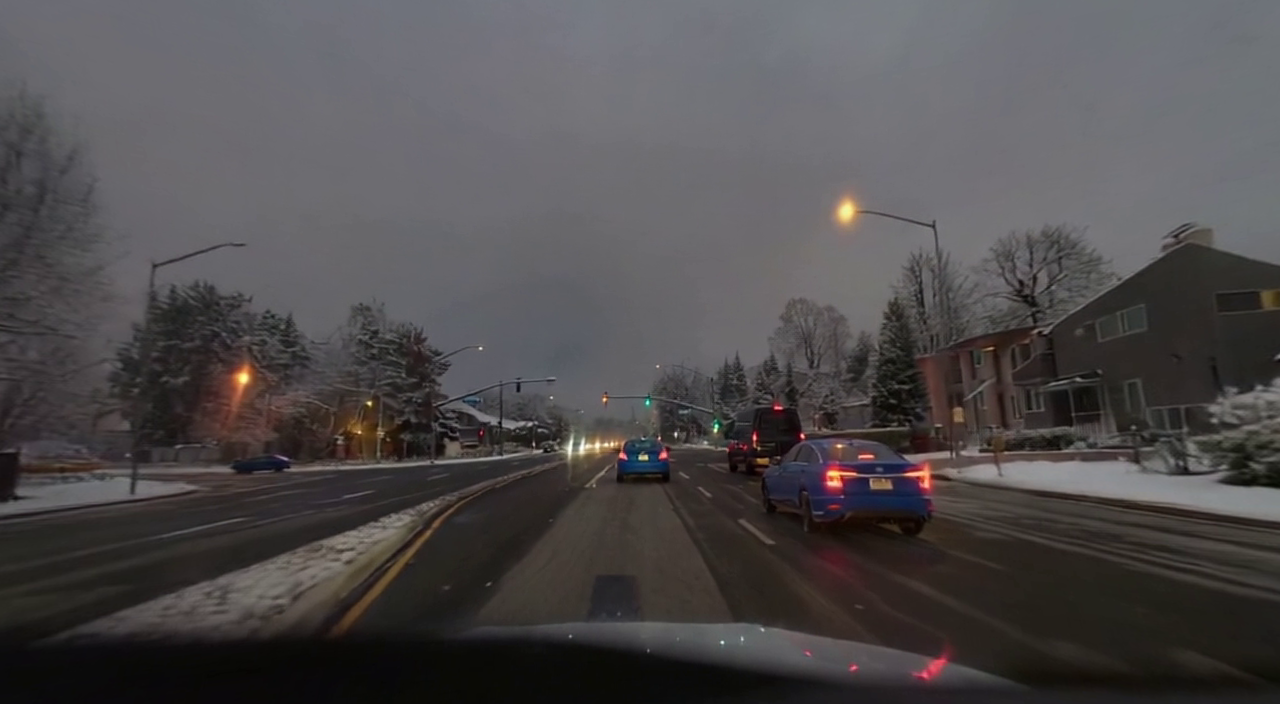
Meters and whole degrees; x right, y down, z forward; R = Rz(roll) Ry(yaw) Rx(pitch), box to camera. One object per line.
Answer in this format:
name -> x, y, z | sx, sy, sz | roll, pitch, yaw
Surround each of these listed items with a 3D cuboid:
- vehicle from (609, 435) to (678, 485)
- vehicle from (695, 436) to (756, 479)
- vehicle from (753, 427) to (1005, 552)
vehicle -> 0.054, 3.576, 21.141 | 2.093, 1.497, 4.010 | 0, -9, -1
vehicle -> 3.261, 4.082, 24.637 | 1.775, 1.499, 3.488 | 0, -9, -2
vehicle -> 3.369, 2.044, 10.151 | 2.161, 1.519, 4.568 | 0, -9, -1
